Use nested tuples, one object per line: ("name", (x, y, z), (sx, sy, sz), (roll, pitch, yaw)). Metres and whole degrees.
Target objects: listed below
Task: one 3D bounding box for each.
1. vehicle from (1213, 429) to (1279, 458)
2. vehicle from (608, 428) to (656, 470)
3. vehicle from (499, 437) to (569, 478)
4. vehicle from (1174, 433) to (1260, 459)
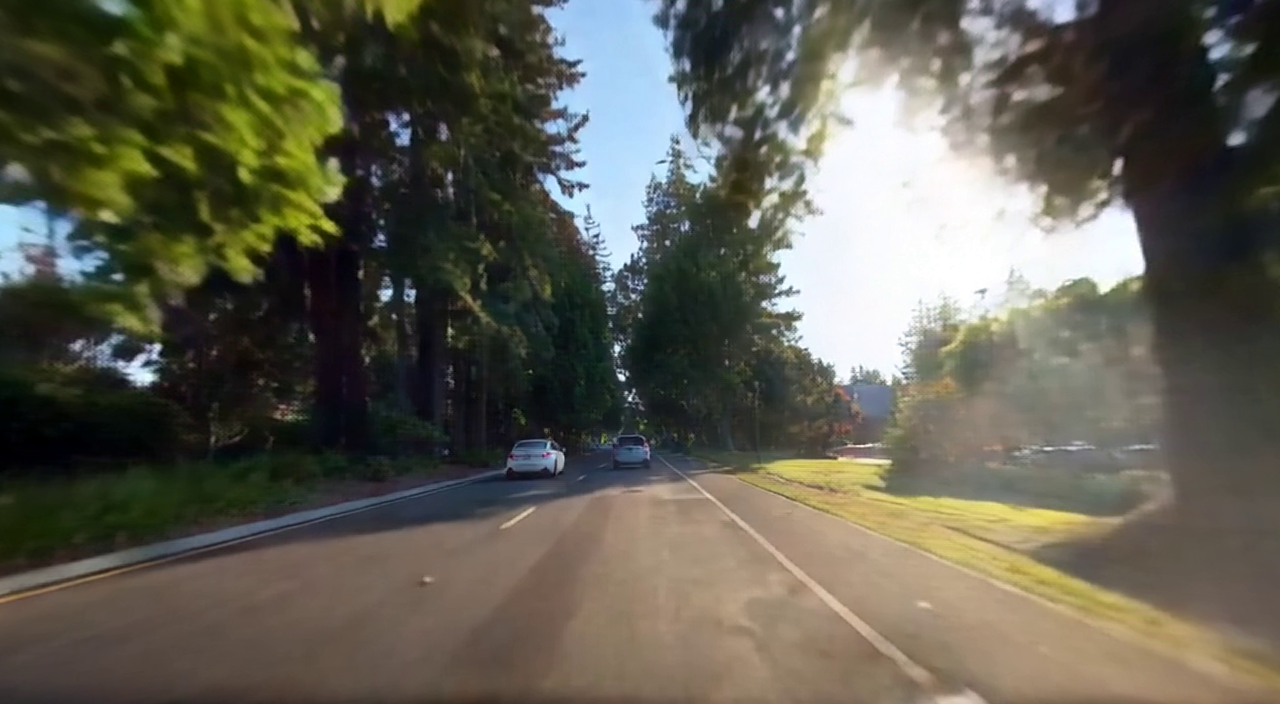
("vehicle", (33.925, 4.979, 34.373), (3.764, 1.480, 1.732), (0, -8, -2))
("vehicle", (-0.368, 4.404, 28.853), (2.018, 1.769, 3.897), (0, -8, -1))
("vehicle", (-4.002, 4.037, 24.574), (1.917, 1.448, 4.178), (0, -8, 1))
("vehicle", (33.771, 5.510, 37.028), (3.531, 1.422, 1.598), (0, -8, -3))
